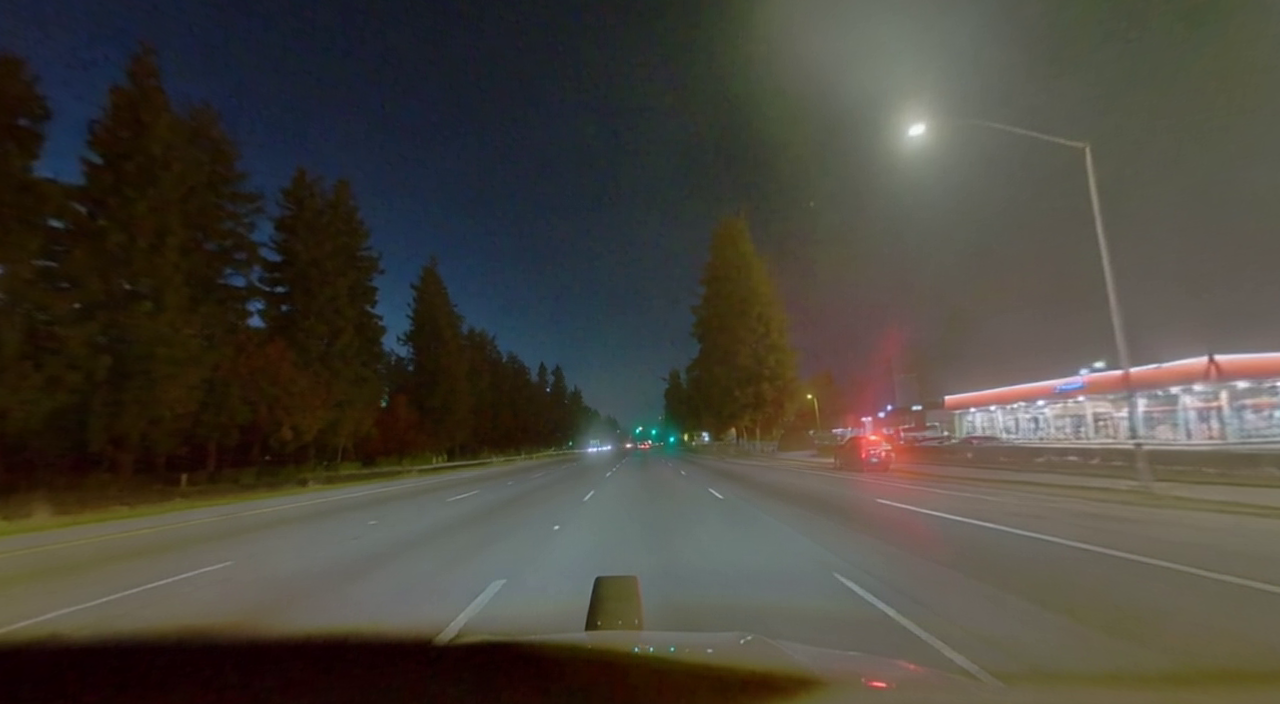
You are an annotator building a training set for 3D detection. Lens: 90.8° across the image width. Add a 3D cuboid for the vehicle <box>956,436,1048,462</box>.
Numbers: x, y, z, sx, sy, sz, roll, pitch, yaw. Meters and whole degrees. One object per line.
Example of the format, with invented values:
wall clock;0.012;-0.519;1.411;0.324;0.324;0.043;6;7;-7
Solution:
vehicle;22.250;5.952;38.913;4.373;1.532;2.071;0;-8;-1
